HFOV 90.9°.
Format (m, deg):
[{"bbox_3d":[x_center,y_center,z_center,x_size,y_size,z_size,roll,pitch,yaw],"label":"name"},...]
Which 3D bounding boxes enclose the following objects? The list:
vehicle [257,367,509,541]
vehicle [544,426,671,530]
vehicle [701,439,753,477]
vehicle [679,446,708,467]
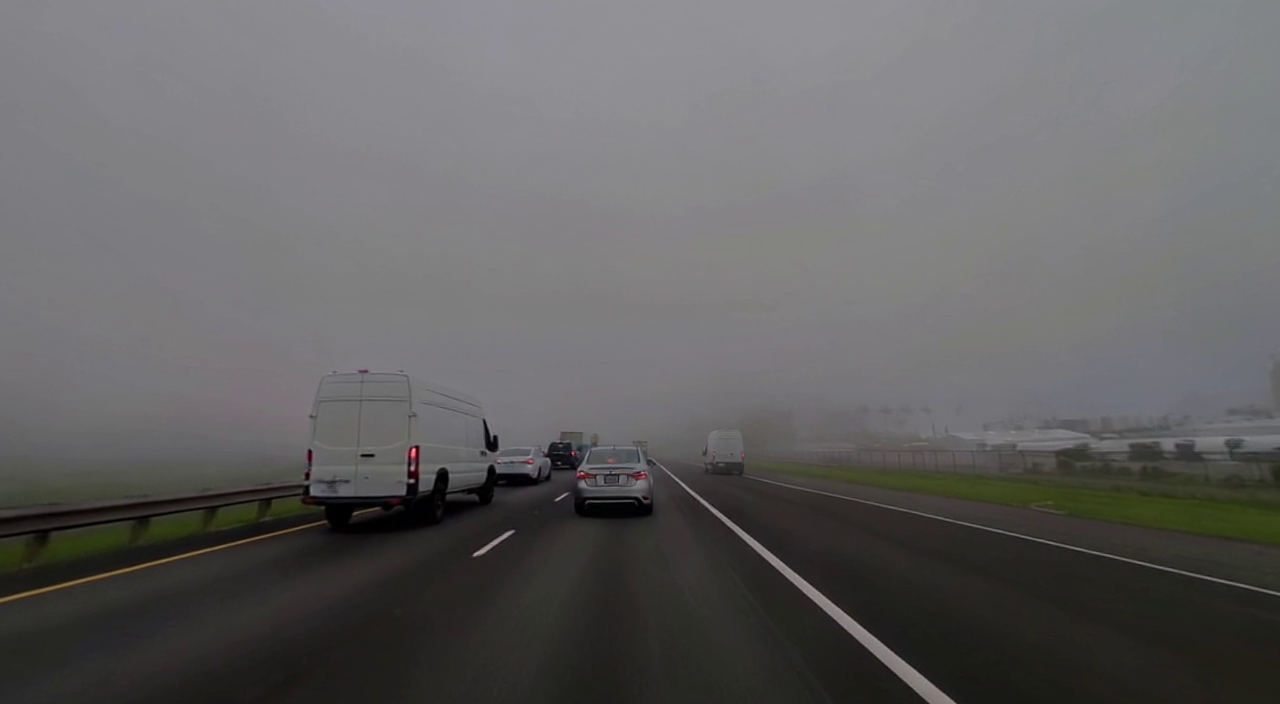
[{"bbox_3d":[-4.589,2.055,12.986,2.248,2.626,6.837,0,-9,0],"label":"vehicle"},{"bbox_3d":[-0.542,2.385,12.385,2.093,1.695,3.782,0,-9,0],"label":"vehicle"},{"bbox_3d":[4.291,5.317,31.747,2.003,1.754,4.134,0,-9,0],"label":"vehicle"},{"bbox_3d":[4.180,8.224,49.638,1.874,1.512,3.723,0,-9,0],"label":"vehicle"}]
